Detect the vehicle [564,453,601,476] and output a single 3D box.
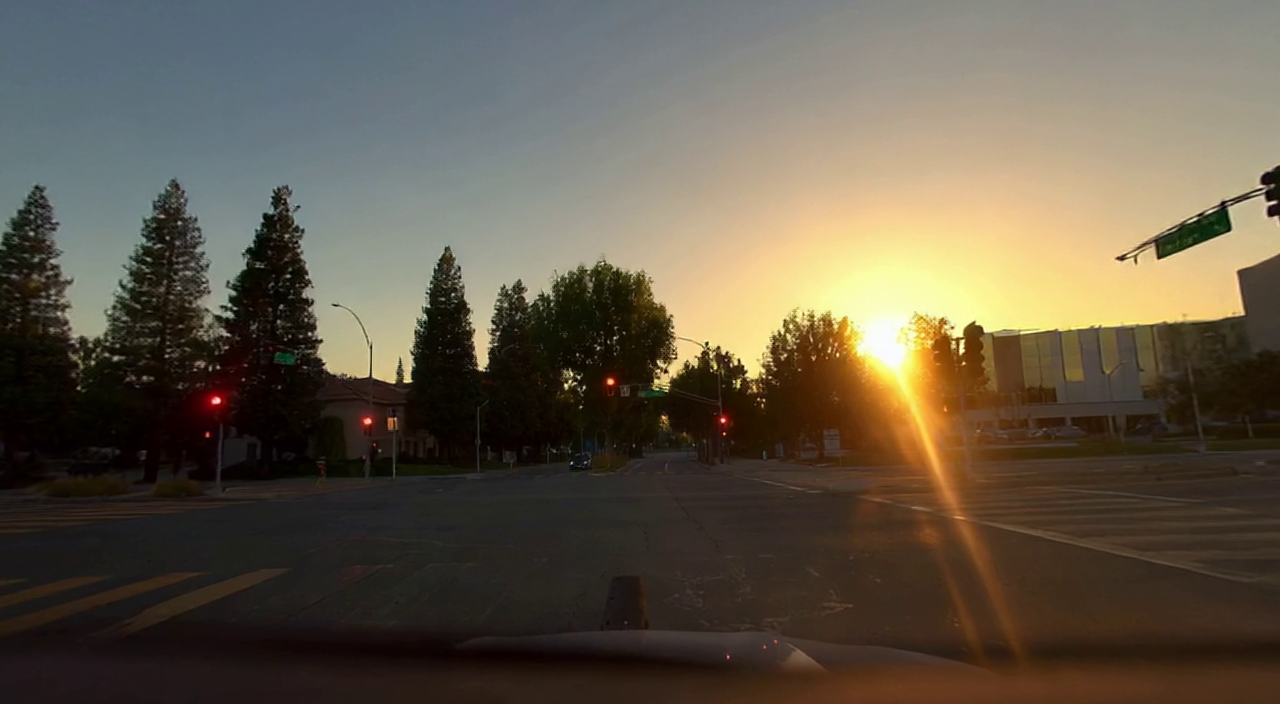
[{"bbox_3d":[-4.476,8.849,49.835,2.030,1.704,4.205,-1,-8,7],"label":"vehicle"}]
